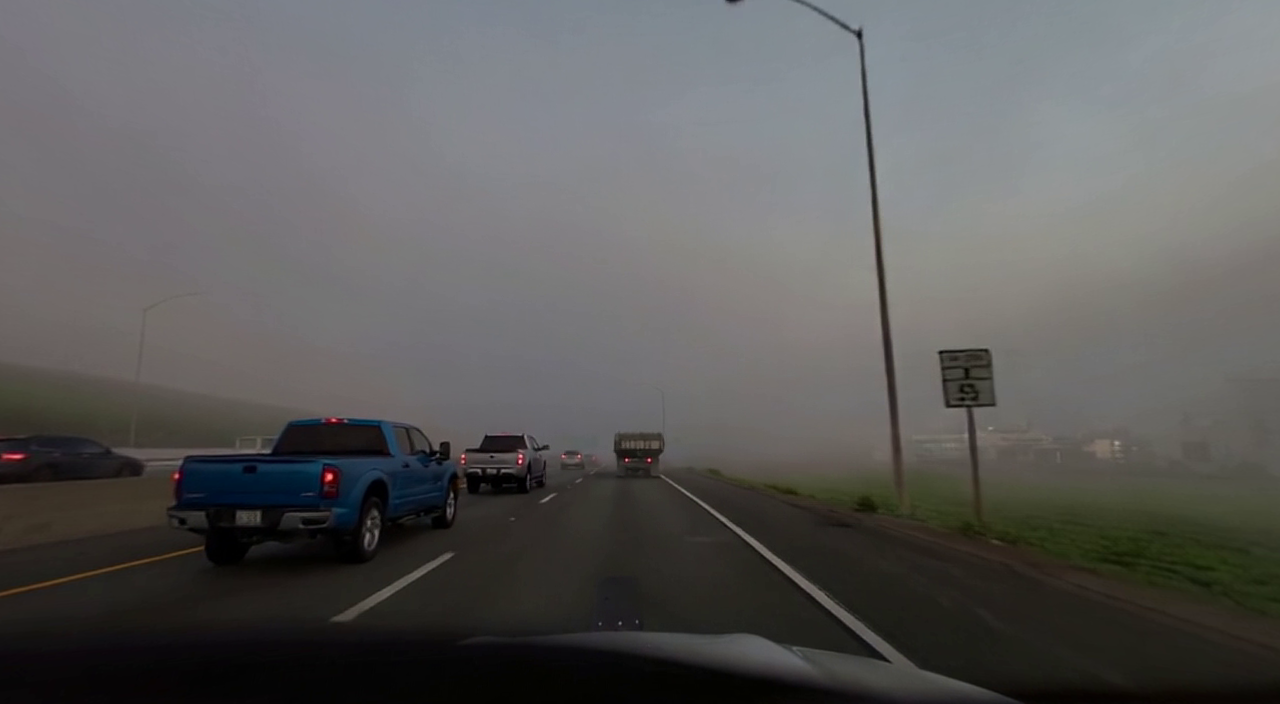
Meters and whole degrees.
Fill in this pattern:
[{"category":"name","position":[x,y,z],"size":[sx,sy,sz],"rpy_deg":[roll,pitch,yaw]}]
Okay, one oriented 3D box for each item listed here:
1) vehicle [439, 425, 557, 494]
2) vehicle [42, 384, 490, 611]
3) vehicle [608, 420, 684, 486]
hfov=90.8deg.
[{"category":"vehicle","position":[-4.467,3.519,21.047],"size":[2.575,1.958,5.730],"rpy_deg":[0,-9,0]},{"category":"vehicle","position":[-3.661,1.565,7.739],"size":[2.303,1.835,5.044],"rpy_deg":[-1,-9,1]},{"category":"vehicle","position":[0.085,4.438,28.028],"size":[2.886,2.471,7.692],"rpy_deg":[0,-9,-2]}]
